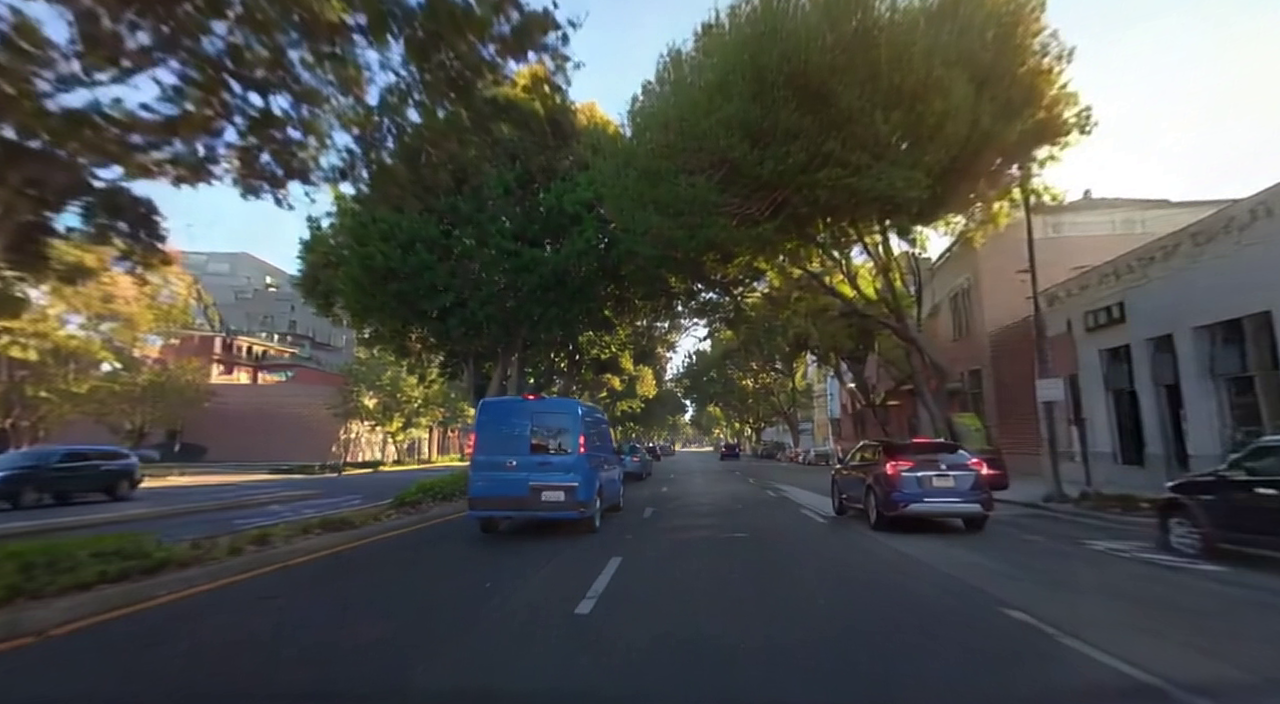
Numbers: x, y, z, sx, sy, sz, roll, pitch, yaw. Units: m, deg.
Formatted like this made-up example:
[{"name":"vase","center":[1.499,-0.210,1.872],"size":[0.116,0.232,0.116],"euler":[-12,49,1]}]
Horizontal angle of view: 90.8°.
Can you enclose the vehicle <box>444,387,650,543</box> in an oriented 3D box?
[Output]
[{"name":"vehicle","center":[-1.272,1.992,11.711],"size":[2.490,2.153,5.594],"euler":[-1,-9,5]}]

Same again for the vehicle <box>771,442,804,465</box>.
[{"name":"vehicle","center":[11.474,7.910,49.386],"size":[1.962,1.741,4.289],"euler":[-1,-9,5]}]

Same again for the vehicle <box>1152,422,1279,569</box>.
[{"name":"vehicle","center":[8.119,1.538,6.663],"size":[1.983,1.618,4.108],"euler":[0,-9,1]}]

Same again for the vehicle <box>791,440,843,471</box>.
[{"name":"vehicle","center":[10.690,6.284,38.460],"size":[2.017,1.745,4.670],"euler":[0,-9,3]}]

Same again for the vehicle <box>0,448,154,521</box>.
[{"name":"vehicle","center":[-14.256,3.025,14.846],"size":[1.889,1.525,4.351],"euler":[-1,-9,6]}]

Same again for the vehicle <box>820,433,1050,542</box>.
[{"name":"vehicle","center":[4.729,2.220,11.076],"size":[2.021,1.491,4.563],"euler":[-1,-9,3]}]
